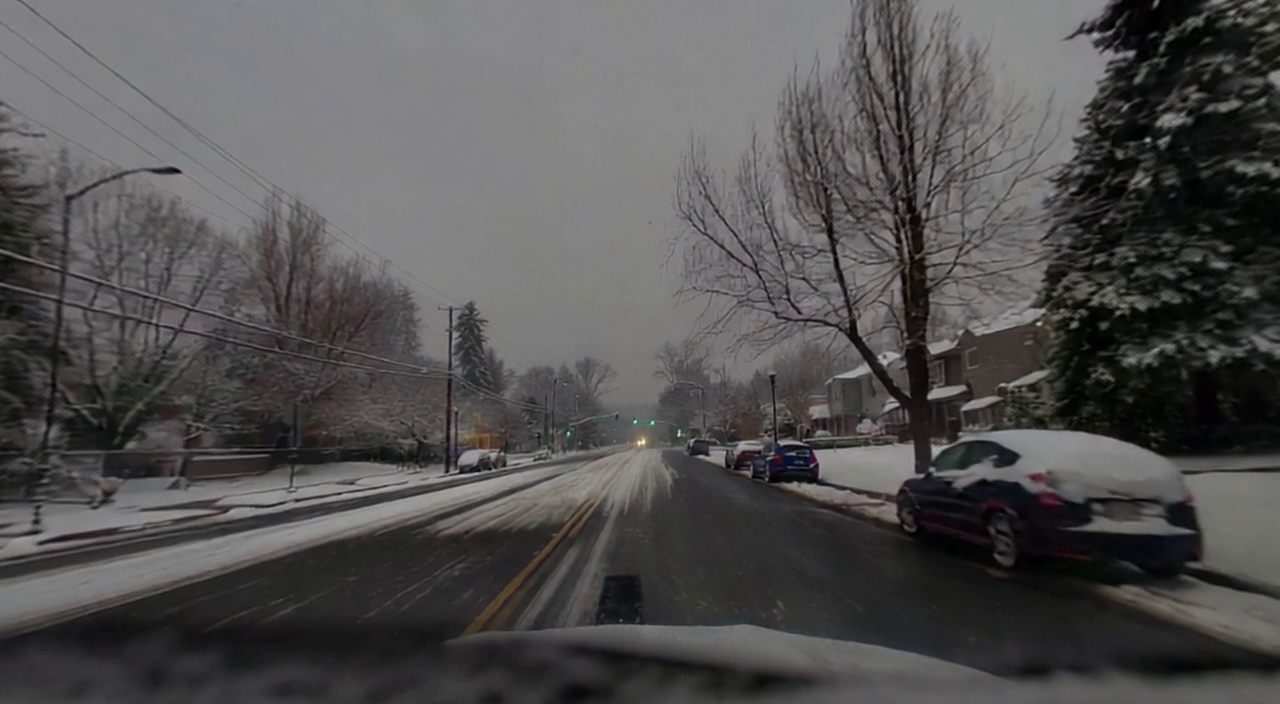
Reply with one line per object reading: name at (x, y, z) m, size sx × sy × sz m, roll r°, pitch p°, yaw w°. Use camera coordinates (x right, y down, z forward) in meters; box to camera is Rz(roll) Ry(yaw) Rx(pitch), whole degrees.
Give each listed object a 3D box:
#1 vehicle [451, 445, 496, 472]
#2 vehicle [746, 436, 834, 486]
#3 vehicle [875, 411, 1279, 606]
vehicle at (-10.816, 6.940, 41.286) m, size 1.845 × 1.626 × 4.105 m, roll 0°, pitch -8°, yaw -1°
vehicle at (4.993, 3.675, 21.675) m, size 1.924 × 1.516 × 4.163 m, roll 0°, pitch -8°, yaw -1°
vehicle at (4.657, 1.599, 7.485) m, size 1.934 × 1.573 × 4.547 m, roll 0°, pitch -8°, yaw -1°
